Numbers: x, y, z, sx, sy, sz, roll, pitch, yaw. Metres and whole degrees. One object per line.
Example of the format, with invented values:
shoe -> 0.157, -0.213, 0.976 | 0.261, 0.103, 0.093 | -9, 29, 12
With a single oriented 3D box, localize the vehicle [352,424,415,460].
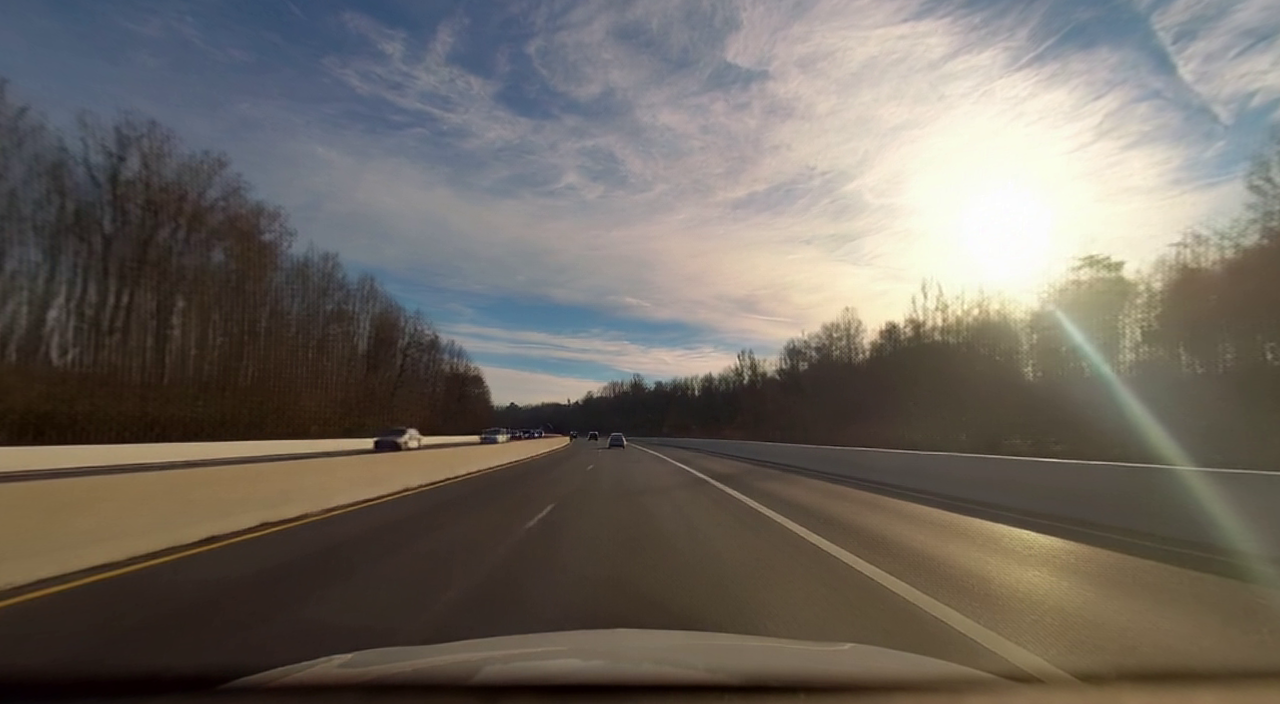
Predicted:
vehicle -> -15.365, 5.427, 37.978 | 1.899, 1.991, 4.610 | 0, -8, -1
